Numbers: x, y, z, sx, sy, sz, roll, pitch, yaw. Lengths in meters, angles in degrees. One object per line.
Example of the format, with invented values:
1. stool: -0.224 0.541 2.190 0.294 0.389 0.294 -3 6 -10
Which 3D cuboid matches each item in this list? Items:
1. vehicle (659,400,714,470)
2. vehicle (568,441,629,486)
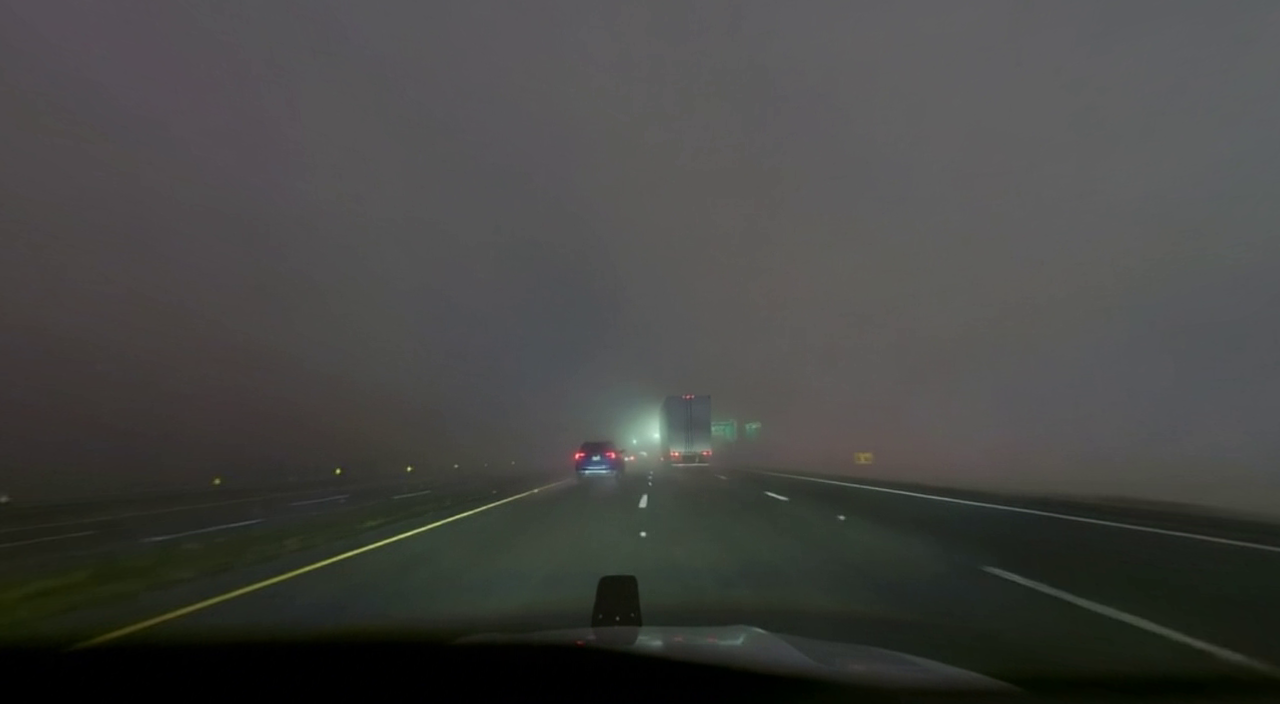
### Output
1. vehicle: 3.035 6.130 45.193 3.167 4.180 14.924 1 -9 2
2. vehicle: -1.642 4.623 26.314 2.160 1.691 4.243 -1 -9 1
